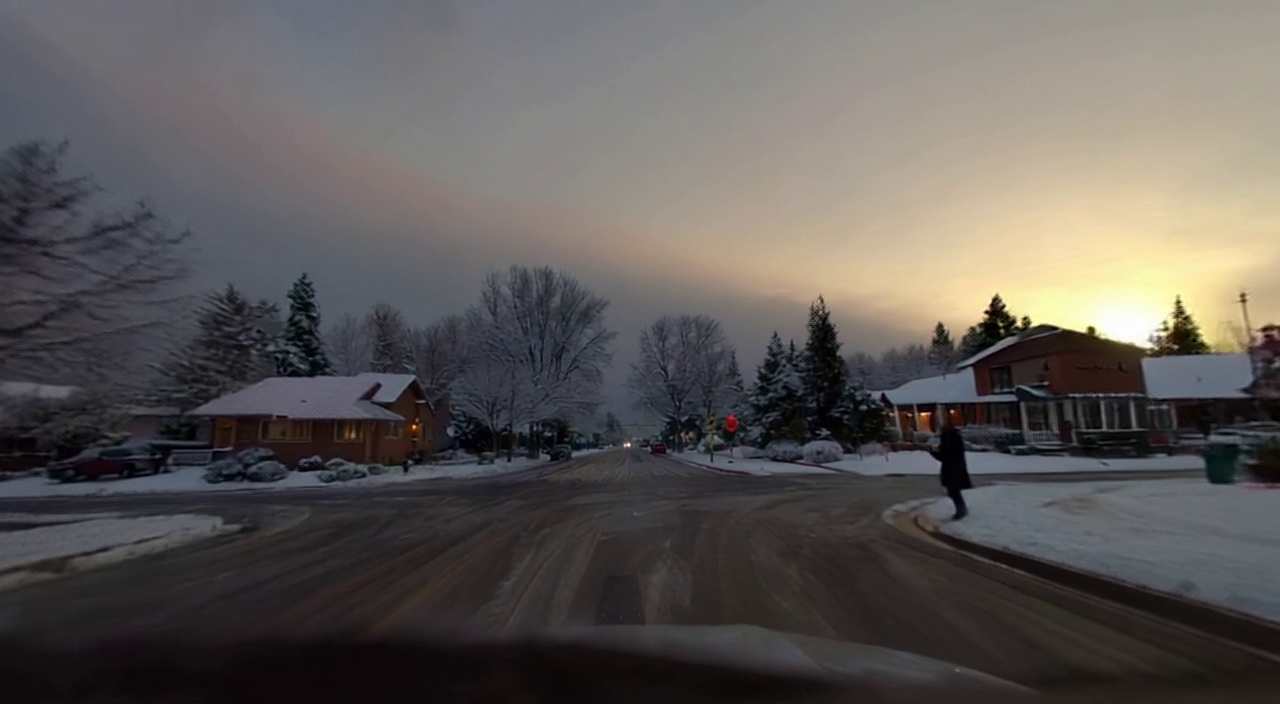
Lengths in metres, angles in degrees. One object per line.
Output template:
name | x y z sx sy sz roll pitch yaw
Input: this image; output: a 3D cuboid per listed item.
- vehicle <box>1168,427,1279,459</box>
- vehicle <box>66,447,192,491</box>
vehicle | 29.745 4.643 32.056 1.764 1.491 4.548 0 -9 -2
vehicle | -24.922 5.706 31.117 2.004 1.856 4.934 -4 -9 2
